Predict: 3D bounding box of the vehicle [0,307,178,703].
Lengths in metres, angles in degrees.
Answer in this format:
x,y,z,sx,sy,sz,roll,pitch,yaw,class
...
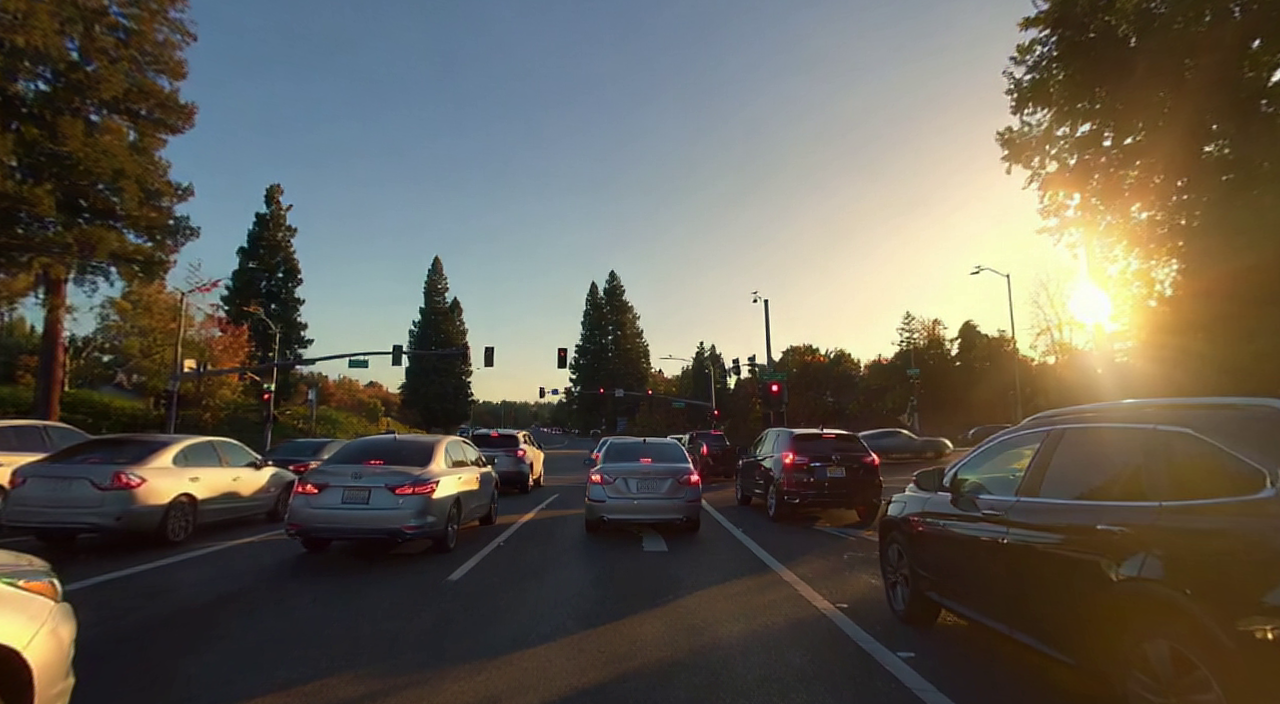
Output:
x,y,z,sx,sy,sz,roll,pitch,yaw,class
-3.199,0.498,0.600,2.079,1.756,4.676,0,-8,-2,vehicle

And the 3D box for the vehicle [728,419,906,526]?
x,y,z,sx,sy,sz,roll,pitch,yaw,class
3.081,2.199,12.008,2.106,1.667,4.101,0,-8,-1,vehicle

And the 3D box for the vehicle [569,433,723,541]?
x,y,z,sx,sy,sz,roll,pitch,yaw,class
0.010,2.101,10.422,2.076,1.438,3.770,0,-8,-2,vehicle

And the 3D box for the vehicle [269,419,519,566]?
x,y,z,sx,sy,sz,roll,pitch,yaw,class
-3.055,1.824,8.978,1.896,1.546,4.378,0,-8,-2,vehicle

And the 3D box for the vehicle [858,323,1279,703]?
x,y,z,sx,sy,sz,roll,pitch,yaw,class
3.156,0.992,3.731,2.074,1.685,4.387,0,-8,-1,vehicle
